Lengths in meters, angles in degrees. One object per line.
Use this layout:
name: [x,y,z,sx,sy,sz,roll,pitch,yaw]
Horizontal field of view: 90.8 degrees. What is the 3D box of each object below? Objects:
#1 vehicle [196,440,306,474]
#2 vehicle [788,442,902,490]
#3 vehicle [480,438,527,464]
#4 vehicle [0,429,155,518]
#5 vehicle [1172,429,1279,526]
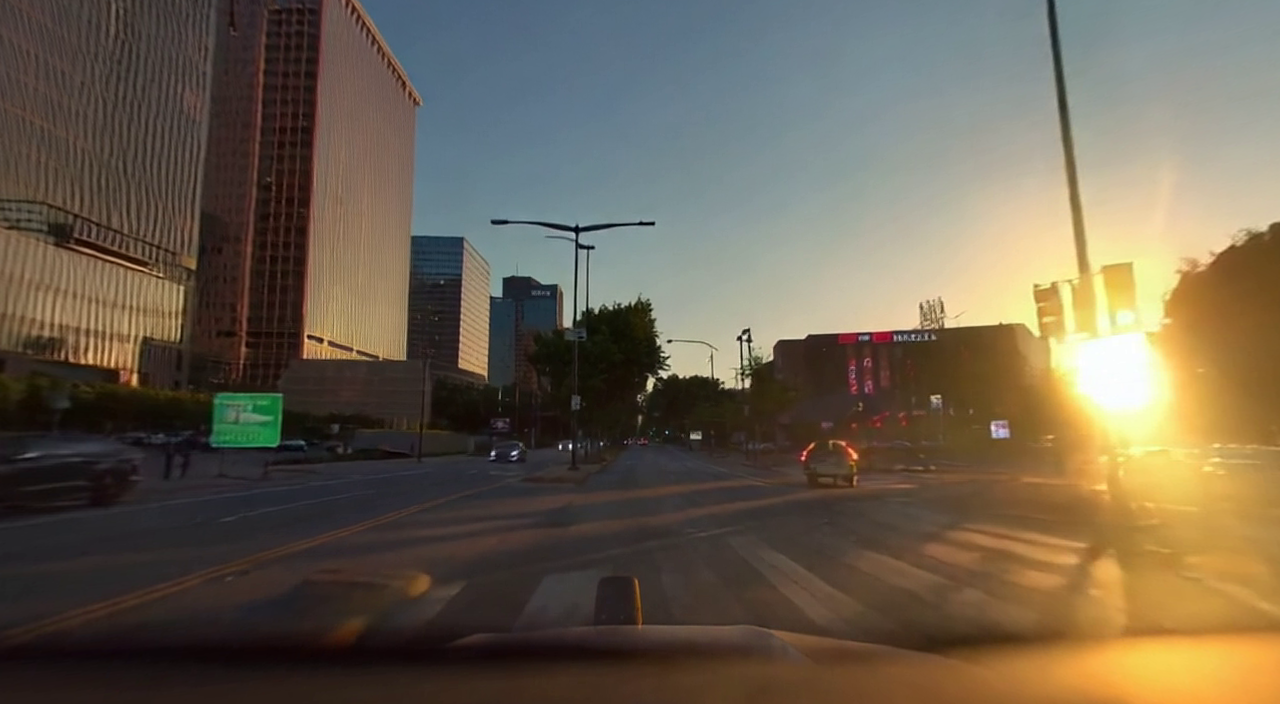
vehicle: [-18.255,4.913,29.941,2.448,1.407,4.308,-1,-7,0]
vehicle: [6.902,3.878,21.887,2.675,1.452,4.213,0,-8,3]
vehicle: [-8.619,6.274,40.247,1.905,1.533,4.419,0,-8,1]
vehicle: [-13.553,2.614,13.984,1.979,1.727,4.489,0,-8,1]
vehicle: [11.990,2.267,11.970,2.023,1.527,5.016,-5,-10,30]
